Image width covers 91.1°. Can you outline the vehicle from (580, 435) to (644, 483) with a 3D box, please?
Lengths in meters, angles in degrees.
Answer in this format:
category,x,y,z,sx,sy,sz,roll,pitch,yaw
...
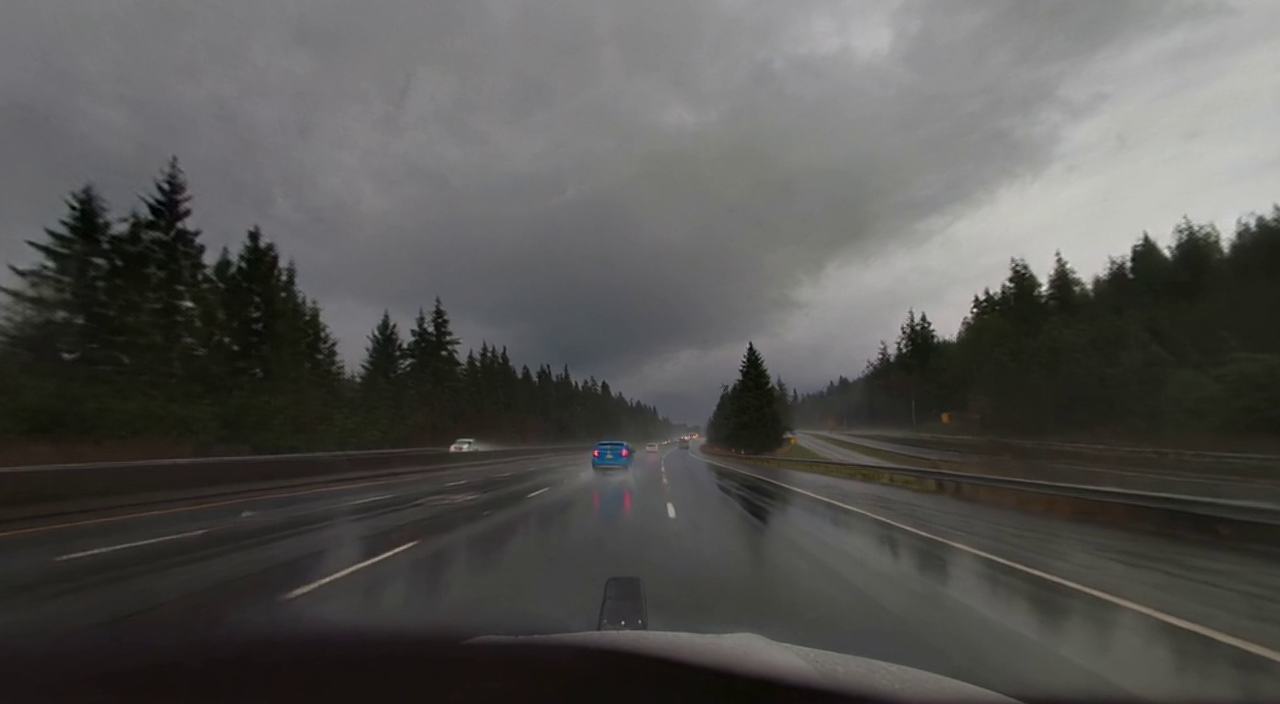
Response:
category,x,y,z,sx,sy,sz,roll,pitch,yaw
vehicle,-0.984,4.133,24.515,2.133,1.686,4.203,0,-8,2
